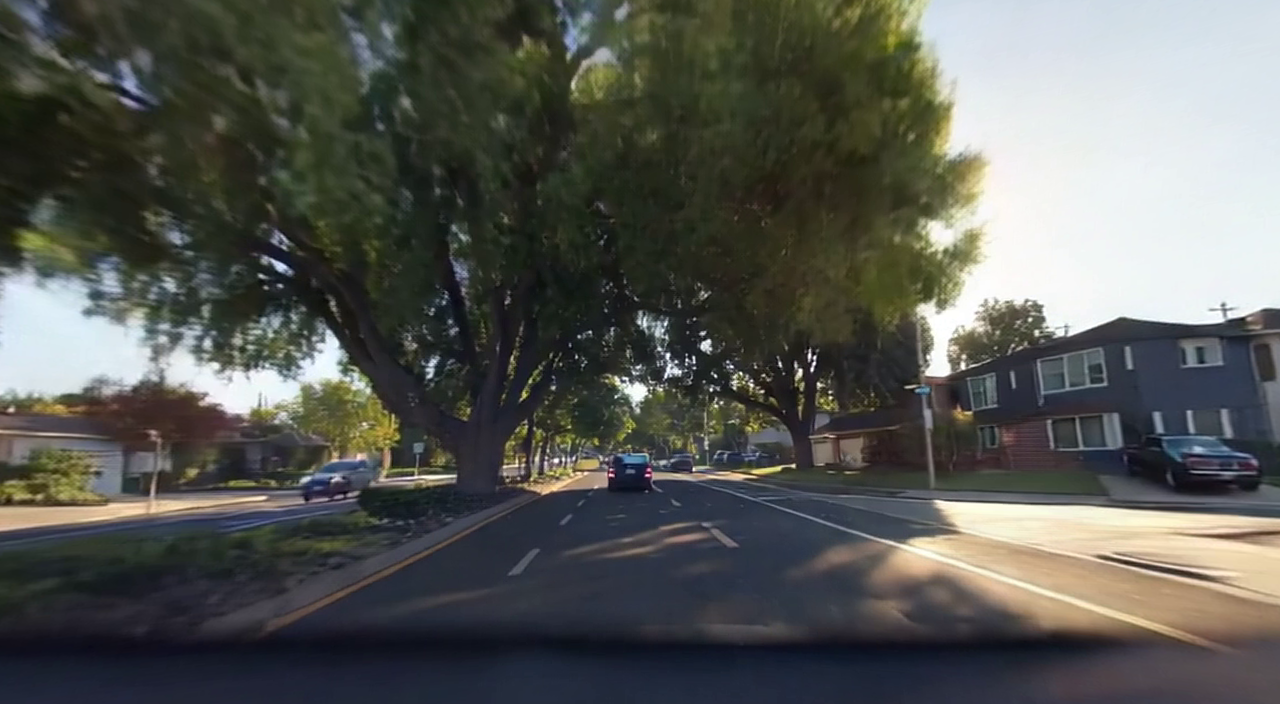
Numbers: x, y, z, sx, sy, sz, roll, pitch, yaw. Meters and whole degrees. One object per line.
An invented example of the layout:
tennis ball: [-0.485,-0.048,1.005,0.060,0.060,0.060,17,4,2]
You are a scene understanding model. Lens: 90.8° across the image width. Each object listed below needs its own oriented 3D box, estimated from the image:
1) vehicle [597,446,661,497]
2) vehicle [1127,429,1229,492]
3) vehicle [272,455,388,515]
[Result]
vehicle: [-0.391,4.228,22.753,2.106,1.655,3.717,0,-9,0]
vehicle: [17.342,3.482,20.600,2.128,1.771,4.721,-6,-11,36]
vehicle: [-9.053,3.871,18.810,1.861,1.516,3.752,1,-9,-6]
